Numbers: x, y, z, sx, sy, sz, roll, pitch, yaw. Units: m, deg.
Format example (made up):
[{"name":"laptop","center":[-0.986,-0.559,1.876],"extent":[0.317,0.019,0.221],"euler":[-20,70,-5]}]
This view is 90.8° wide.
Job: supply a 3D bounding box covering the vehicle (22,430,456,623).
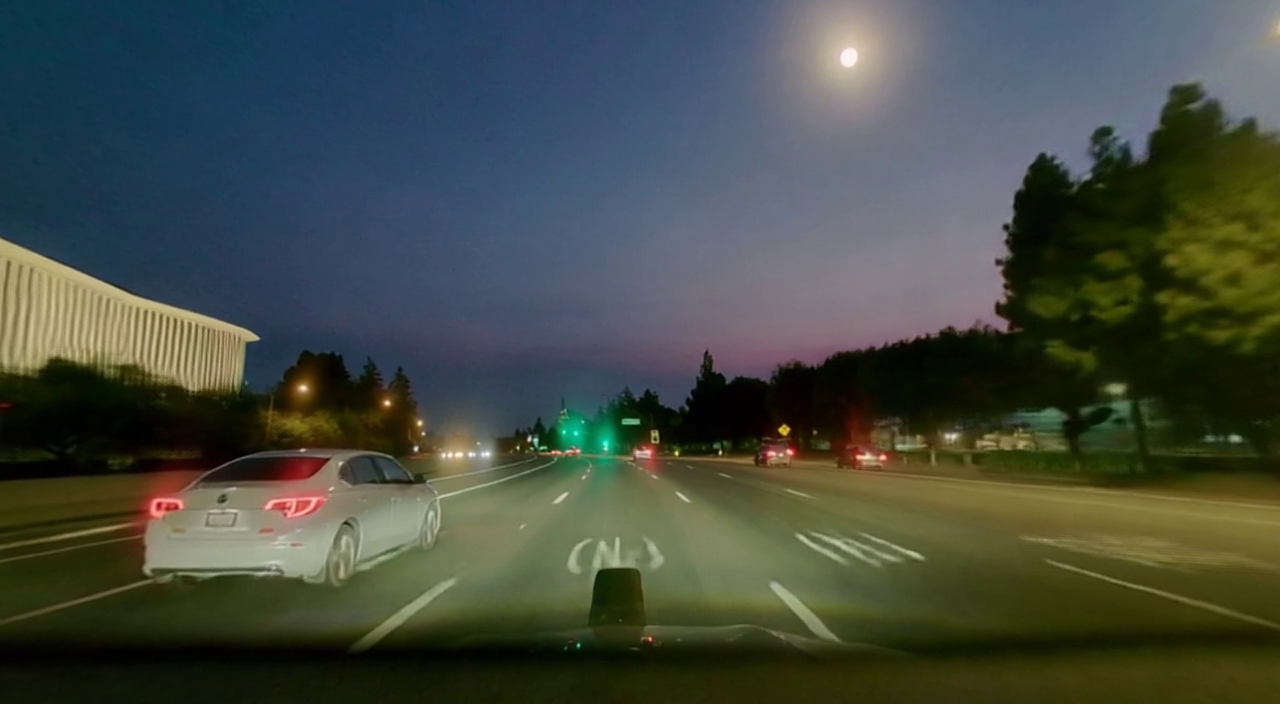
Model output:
[{"name":"vehicle","center":[-3.746,1.673,7.123],"extent":[2.018,1.476,4.364],"euler":[0,-8,0]}]
